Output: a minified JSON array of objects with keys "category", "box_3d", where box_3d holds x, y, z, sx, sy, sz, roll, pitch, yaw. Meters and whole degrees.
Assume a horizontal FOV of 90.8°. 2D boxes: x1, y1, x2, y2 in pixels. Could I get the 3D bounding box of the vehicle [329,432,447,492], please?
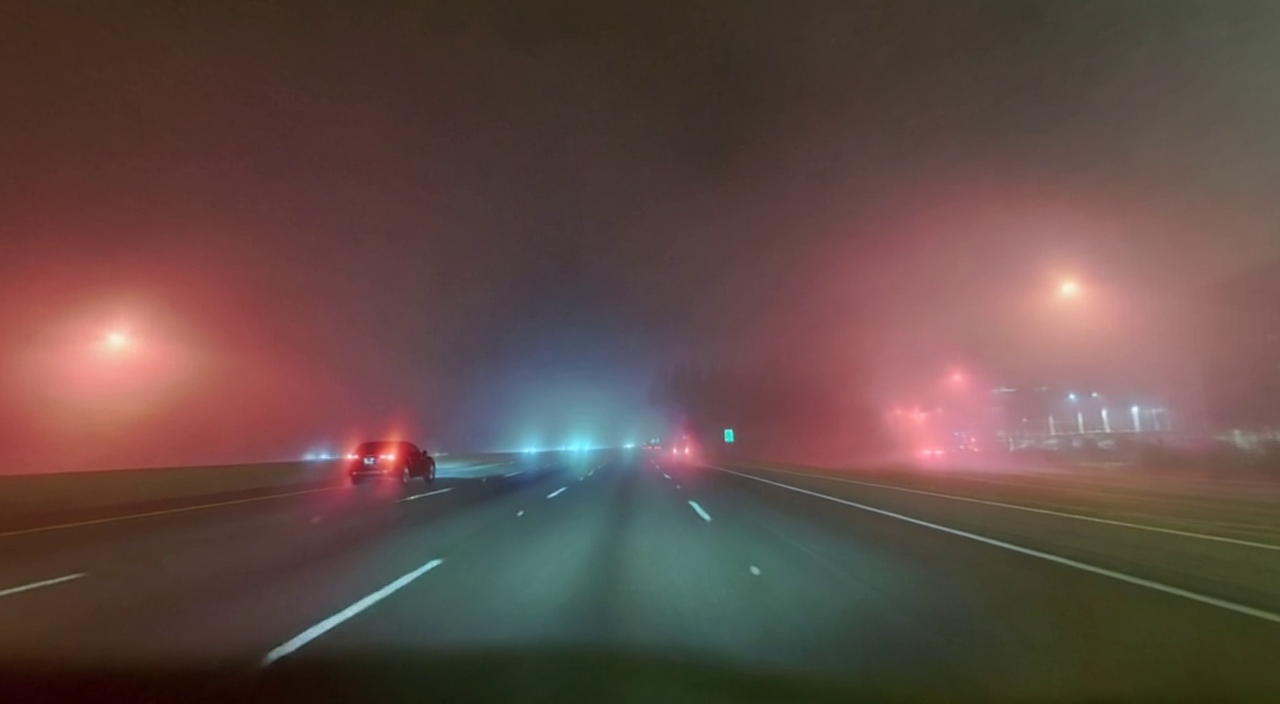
[{"category":"vehicle","box_3d":[-8.052,3.559,20.714,2.089,1.724,4.327,0,-9,-1]}]
